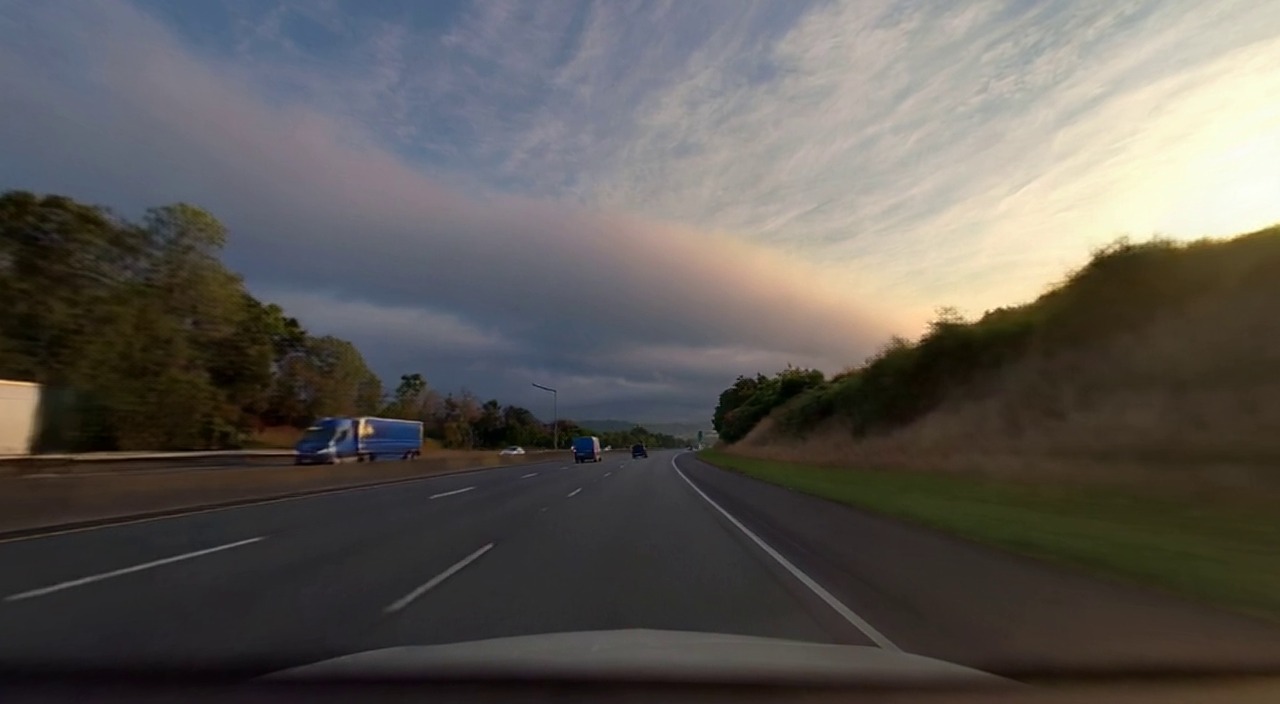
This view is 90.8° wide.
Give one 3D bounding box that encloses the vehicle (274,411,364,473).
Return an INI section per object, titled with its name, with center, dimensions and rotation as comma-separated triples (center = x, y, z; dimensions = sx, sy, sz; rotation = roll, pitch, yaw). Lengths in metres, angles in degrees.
[vehicle]
center = -22.505, 6.411, 44.653
dimensions = 2.999, 4.017, 5.918
rotation = -1, -9, 2
